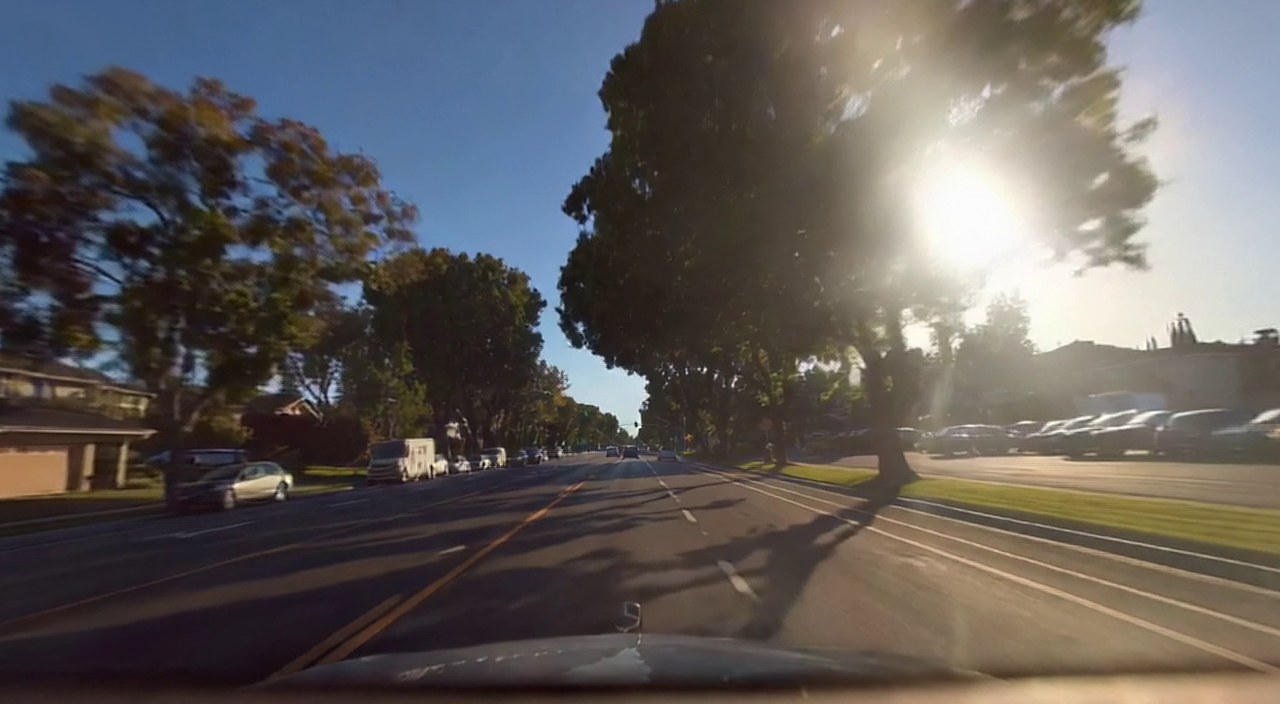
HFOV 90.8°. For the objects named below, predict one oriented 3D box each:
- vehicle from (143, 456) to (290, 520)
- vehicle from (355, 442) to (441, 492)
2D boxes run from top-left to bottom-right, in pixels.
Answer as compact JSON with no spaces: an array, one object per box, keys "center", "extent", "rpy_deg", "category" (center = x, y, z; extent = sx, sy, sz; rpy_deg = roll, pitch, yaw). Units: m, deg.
[{"center":[-12.360,3.942,18.806],"extent":[1.762,1.552,3.901],"rpy_deg":[-2,-9,-2],"category":"vehicle"},{"center":[-12.396,5.893,32.840],"extent":[2.630,2.286,5.309],"rpy_deg":[-1,-9,-3],"category":"vehicle"}]
